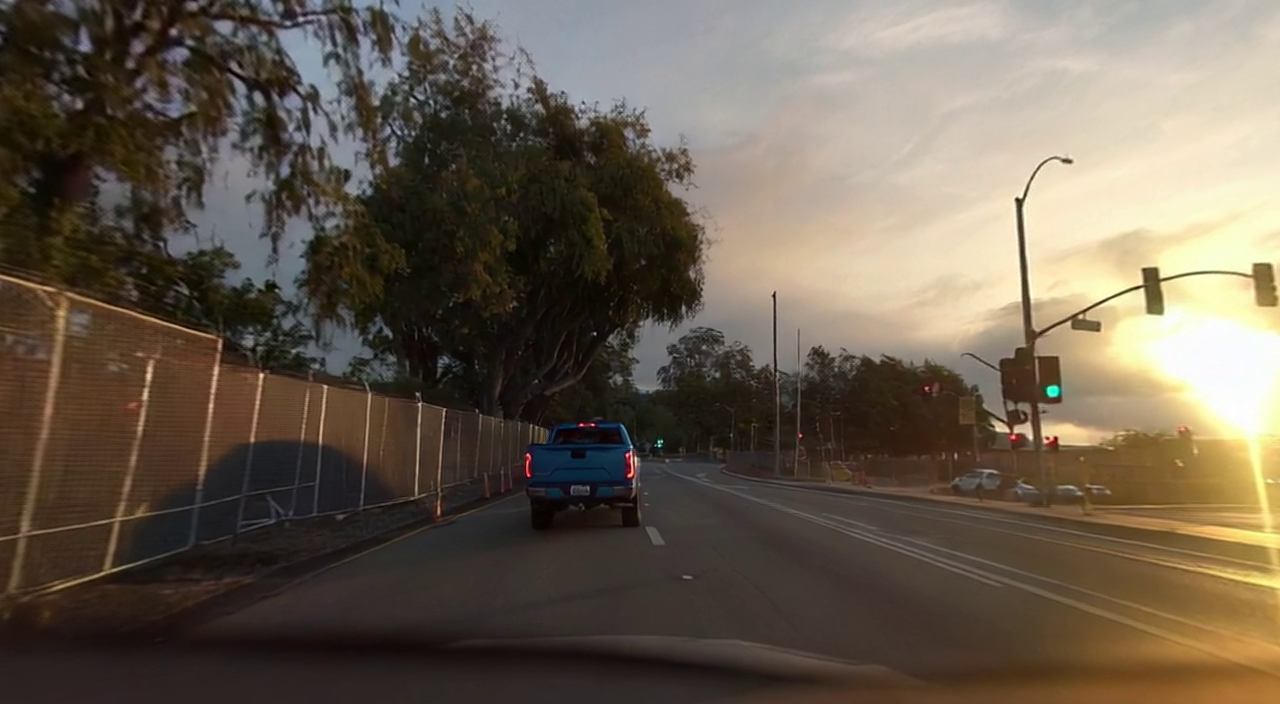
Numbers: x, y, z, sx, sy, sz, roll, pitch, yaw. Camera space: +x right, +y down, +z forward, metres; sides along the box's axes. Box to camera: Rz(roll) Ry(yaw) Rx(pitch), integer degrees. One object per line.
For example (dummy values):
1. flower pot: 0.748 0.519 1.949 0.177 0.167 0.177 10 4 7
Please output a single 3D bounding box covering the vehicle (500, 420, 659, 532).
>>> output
1. vehicle: -0.933 2.302 12.431 2.436 1.698 5.322 0 -8 0
